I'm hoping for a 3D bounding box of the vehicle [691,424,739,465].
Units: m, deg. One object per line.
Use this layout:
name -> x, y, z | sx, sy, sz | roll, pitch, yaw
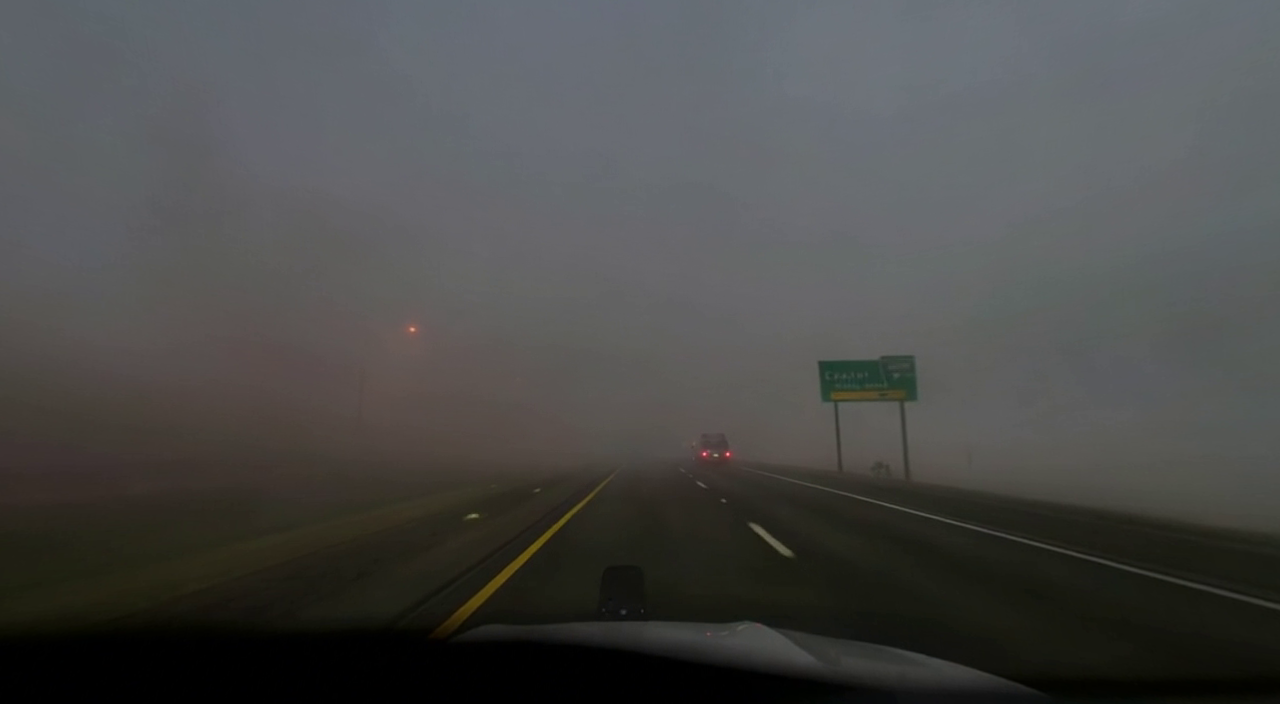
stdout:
vehicle -> 4.945, 6.233, 42.452 | 2.430, 2.495, 6.062 | 0, -9, 0
